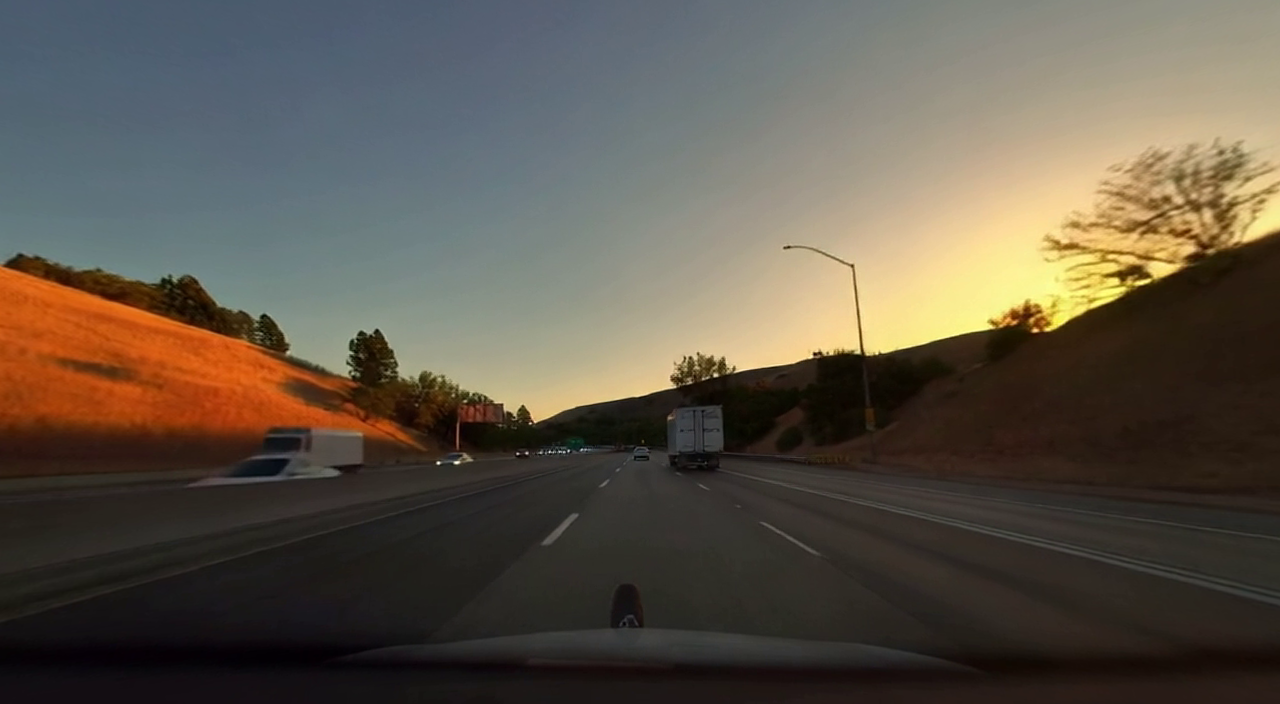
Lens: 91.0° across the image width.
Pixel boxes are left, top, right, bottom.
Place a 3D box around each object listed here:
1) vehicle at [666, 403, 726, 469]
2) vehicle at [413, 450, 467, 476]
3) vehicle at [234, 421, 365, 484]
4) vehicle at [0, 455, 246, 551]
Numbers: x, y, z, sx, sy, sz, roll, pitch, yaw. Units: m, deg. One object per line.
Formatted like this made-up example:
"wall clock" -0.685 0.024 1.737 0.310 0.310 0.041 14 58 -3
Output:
"vehicle" 3.880 6.547 47.937 3.028 4.181 15.972 0 -9 0
"vehicle" -13.814 7.683 43.885 2.171 1.691 4.552 0 -9 1
"vehicle" -21.546 6.493 40.771 2.969 3.586 9.558 0 -9 1
"vehicle" -10.360 2.829 12.585 1.933 1.504 4.606 0 -9 1
